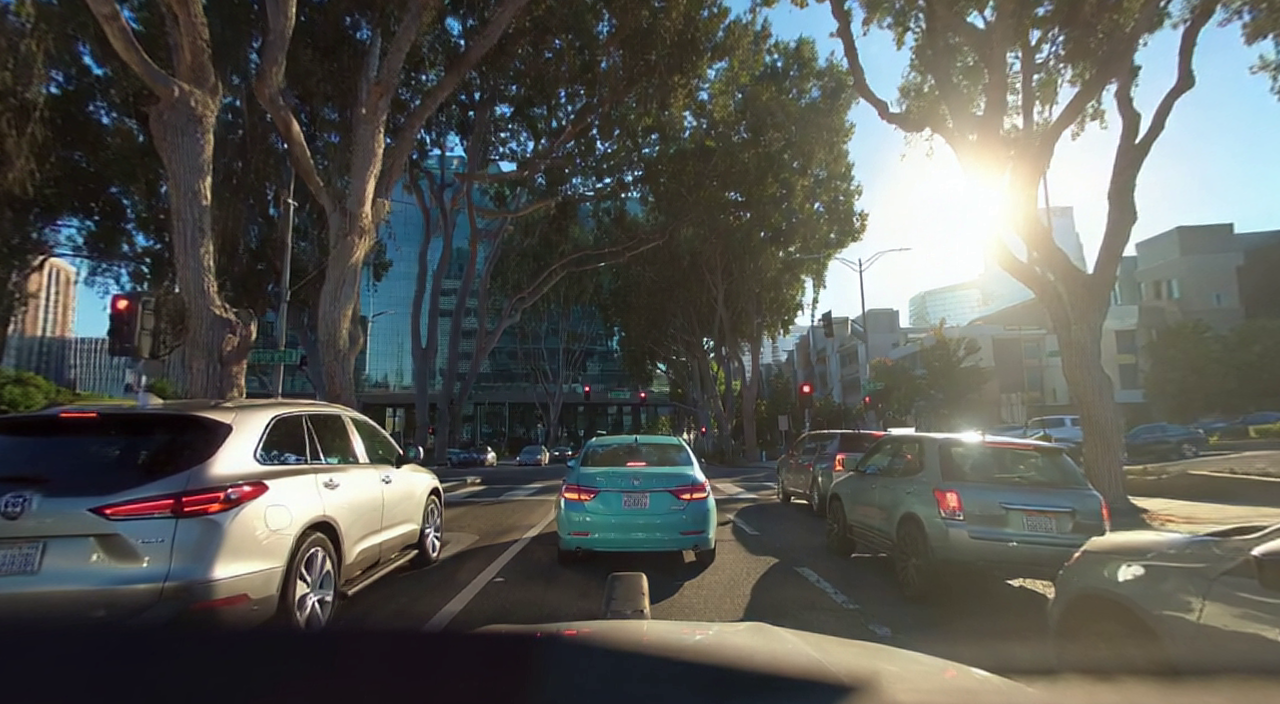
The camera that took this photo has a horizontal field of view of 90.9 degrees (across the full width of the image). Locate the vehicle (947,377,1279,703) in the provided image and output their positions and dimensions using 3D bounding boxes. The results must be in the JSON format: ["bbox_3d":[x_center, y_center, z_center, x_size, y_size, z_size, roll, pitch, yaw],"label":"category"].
[{"bbox_3d":[3.322,0.965,2.832,1.899,1.588,3.888,0,-9,0],"label":"vehicle"}]

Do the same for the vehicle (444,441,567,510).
[{"bbox_3d":[-3.058,2.903,15.315,1.975,1.420,4.196,-1,-9,1],"label":"vehicle"}]

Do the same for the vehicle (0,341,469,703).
[{"bbox_3d":[-3.146,1.166,5.051,2.168,1.750,4.625,-1,-9,1],"label":"vehicle"}]

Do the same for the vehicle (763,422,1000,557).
[{"bbox_3d":[3.409,2.024,10.013,2.040,1.647,4.379,0,-9,0],"label":"vehicle"}]

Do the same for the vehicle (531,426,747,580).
[{"bbox_3d":[-0.036,1.804,8.328,2.147,1.507,3.953,0,-8,-1],"label":"vehicle"}]
